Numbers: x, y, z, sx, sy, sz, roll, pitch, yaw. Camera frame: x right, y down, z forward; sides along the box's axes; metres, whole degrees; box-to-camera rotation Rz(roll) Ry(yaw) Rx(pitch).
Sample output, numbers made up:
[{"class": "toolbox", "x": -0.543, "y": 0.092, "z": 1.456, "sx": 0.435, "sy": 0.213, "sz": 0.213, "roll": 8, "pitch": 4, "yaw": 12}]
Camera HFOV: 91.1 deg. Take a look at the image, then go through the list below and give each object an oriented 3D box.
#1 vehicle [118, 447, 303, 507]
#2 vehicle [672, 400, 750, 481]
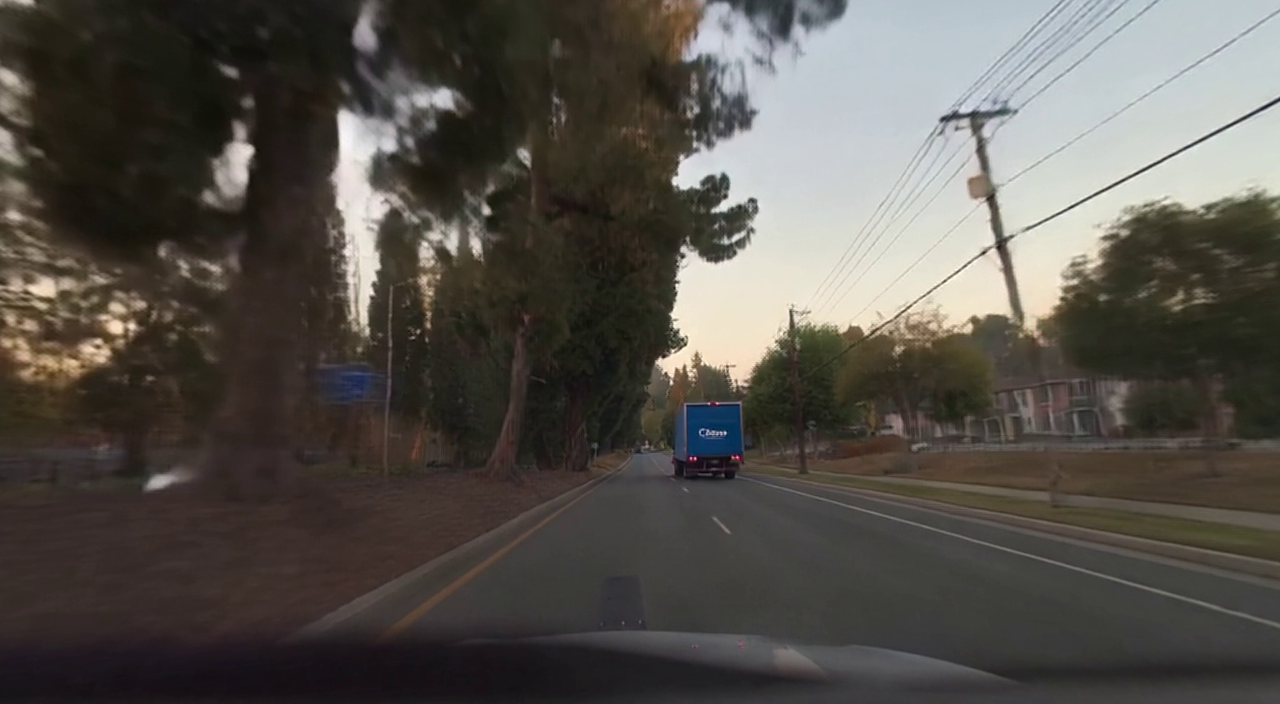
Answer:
[{"class": "vehicle", "x": -12.223, "y": 3.538, "z": 18.379, "sx": 1.950, "sy": 1.501, "sz": 4.807, "roll": 0, "pitch": -8, "yaw": 1}, {"class": "vehicle", "x": 3.646, "y": 4.943, "z": 34.789, "sx": 2.973, "sy": 3.848, "sz": 9.336, "roll": 0, "pitch": -8, "yaw": -1}]
